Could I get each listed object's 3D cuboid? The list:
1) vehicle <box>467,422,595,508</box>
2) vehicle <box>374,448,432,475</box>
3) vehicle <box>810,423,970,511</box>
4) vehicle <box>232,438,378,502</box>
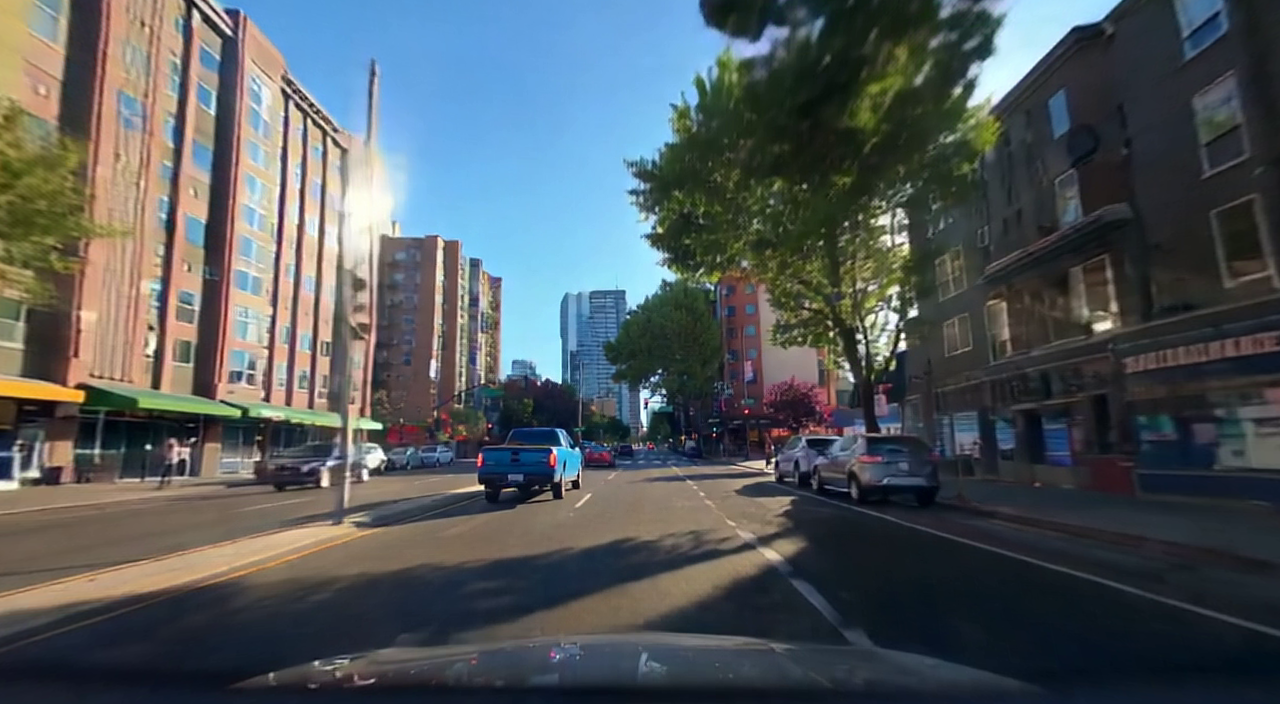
[{"bbox_3d":[-2.490,2.800,16.021,2.197,1.786,5.365,-1,-9,1],"label":"vehicle"},{"bbox_3d":[-15.819,7.312,42.419,2.100,1.596,4.739,-2,-9,0],"label":"vehicle"},{"bbox_3d":[5.964,2.810,15.853,2.043,1.841,4.842,0,-9,1],"label":"vehicle"},{"bbox_3d":[-10.054,3.560,19.411,2.013,1.704,4.364,-1,-9,1],"label":"vehicle"}]
